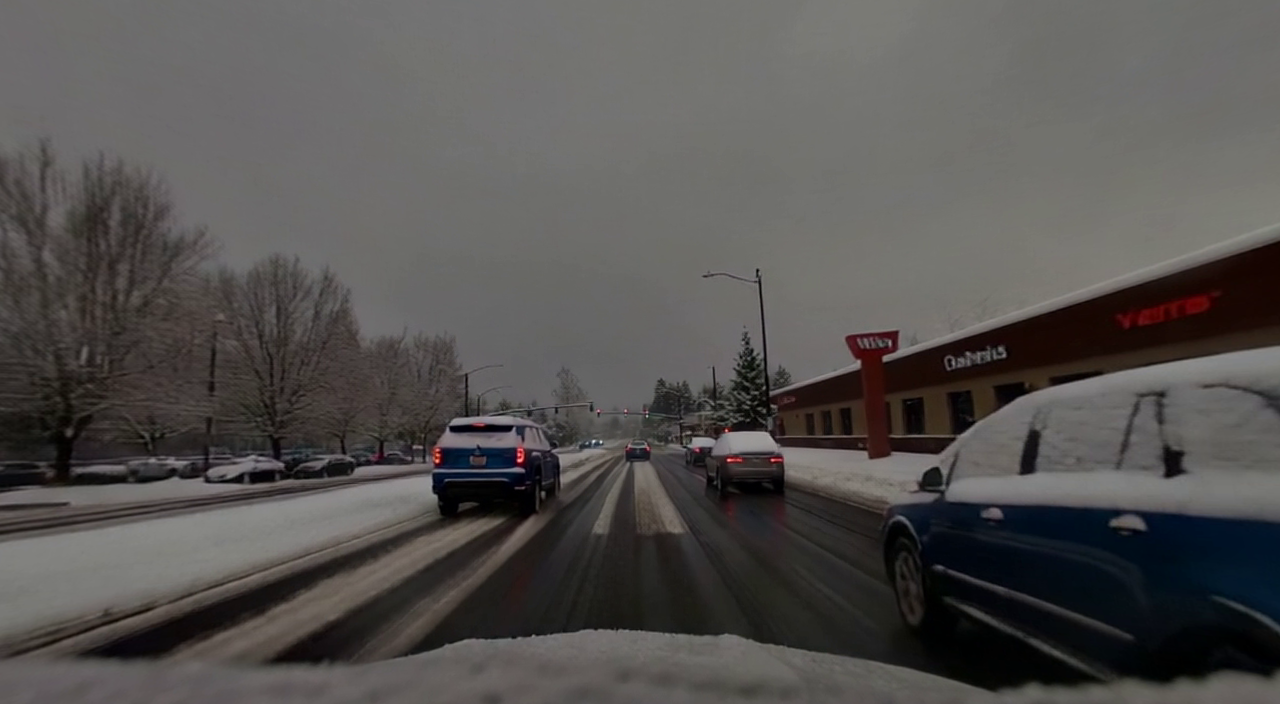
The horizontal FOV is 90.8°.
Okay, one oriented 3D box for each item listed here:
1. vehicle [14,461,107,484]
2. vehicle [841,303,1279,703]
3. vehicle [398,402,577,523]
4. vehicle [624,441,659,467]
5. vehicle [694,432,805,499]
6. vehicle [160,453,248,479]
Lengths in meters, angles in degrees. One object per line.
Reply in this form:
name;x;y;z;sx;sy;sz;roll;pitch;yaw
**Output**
vehicle;-42.275;8.792;46.237;4.526;1.514;1.988;5;-10;-29
vehicle;2.862;0.962;3.457;2.018;1.719;4.369;0;-8;-1
vehicle;-2.861;2.282;13.481;2.368;2.037;5.319;0;-8;1
vehicle;0.057;6.032;37.469;2.008;1.464;4.052;0;-8;-1
vehicle;2.858;3.094;17.709;2.174;1.596;4.779;0;-8;-1
vehicle;-28.749;7.532;41.743;4.441;1.625;1.916;-1;-8;3
